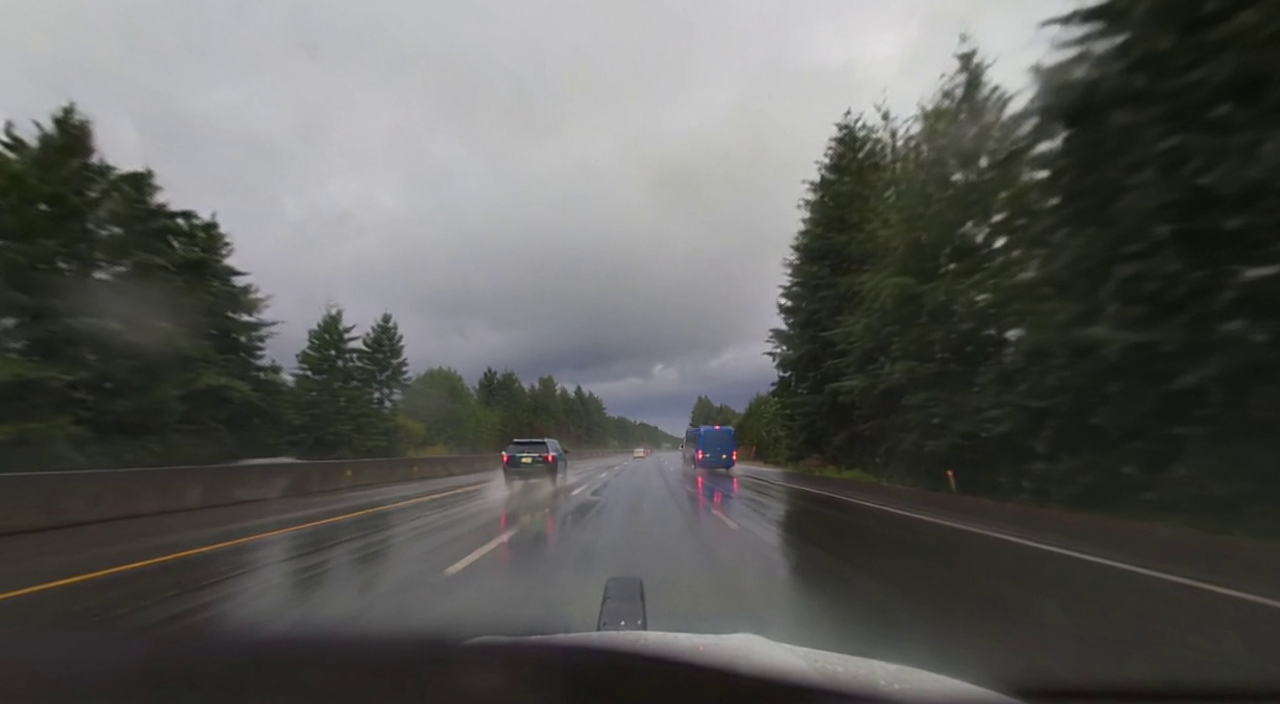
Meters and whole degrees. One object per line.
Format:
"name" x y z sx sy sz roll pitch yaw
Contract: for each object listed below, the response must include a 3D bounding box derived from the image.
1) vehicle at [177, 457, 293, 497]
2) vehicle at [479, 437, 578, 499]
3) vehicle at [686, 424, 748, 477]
"vehicle" -16.723 5.140 26.312 1.996 1.451 4.298 0 -9 -1
"vehicle" -3.165 3.416 18.967 2.020 1.619 4.690 0 -9 1
"vehicle" 4.198 5.573 35.701 2.614 2.655 6.429 0 -9 0
